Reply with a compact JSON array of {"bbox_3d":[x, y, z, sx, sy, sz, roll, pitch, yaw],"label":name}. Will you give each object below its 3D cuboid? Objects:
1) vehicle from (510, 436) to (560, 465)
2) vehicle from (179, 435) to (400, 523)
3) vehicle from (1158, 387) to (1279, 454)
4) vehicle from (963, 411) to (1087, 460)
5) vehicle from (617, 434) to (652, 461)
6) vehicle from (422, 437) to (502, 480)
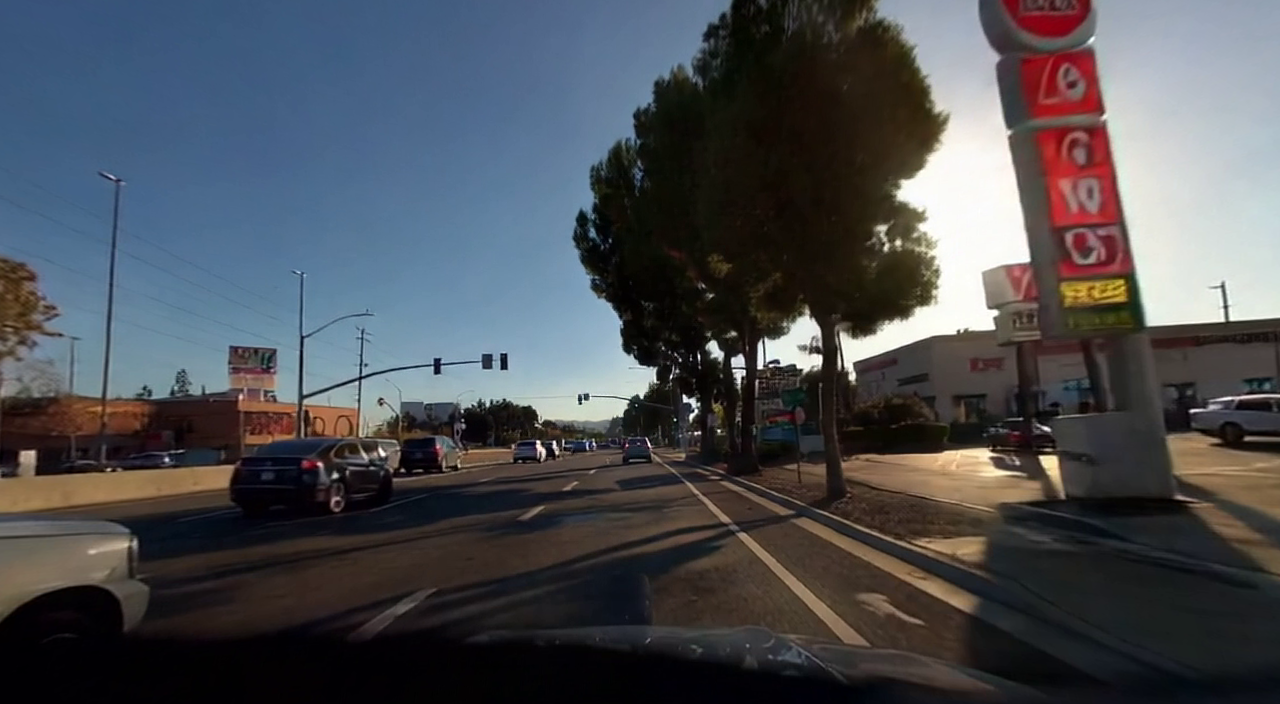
[{"bbox_3d":[-6.323,6.001,38.537,2.130,1.636,4.427,0,-8,2],"label":"vehicle"},{"bbox_3d":[-6.778,2.465,12.888,1.960,1.468,4.345,0,-8,1],"label":"vehicle"},{"bbox_3d":[23.566,2.674,24.438,2.314,2.302,5.730,-4,-8,5],"label":"vehicle"},{"bbox_3d":[15.851,3.503,26.343,2.116,1.849,4.806,0,-8,0],"label":"vehicle"},{"bbox_3d":[-0.311,6.376,42.181,2.211,1.717,4.379,0,-8,1],"label":"vehicle"},{"bbox_3d":[-6.778,4.092,24.537,1.804,1.513,4.191,0,-8,1],"label":"vehicle"}]
